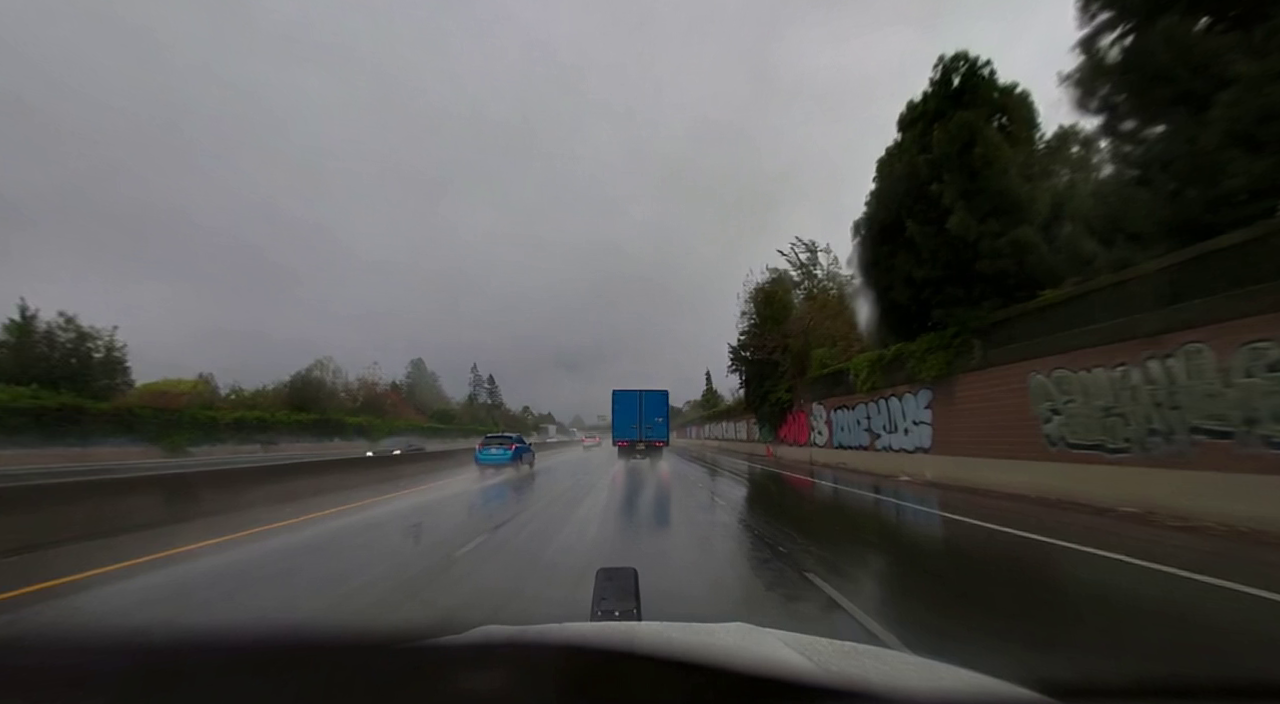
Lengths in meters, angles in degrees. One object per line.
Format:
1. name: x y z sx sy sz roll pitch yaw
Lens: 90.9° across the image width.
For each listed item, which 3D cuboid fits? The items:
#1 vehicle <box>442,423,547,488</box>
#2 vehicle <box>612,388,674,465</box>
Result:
1. vehicle: -4.053 2.946 18.326 2.058 1.645 4.130 0 -8 0
2. vehicle: 0.048 4.137 34.418 2.927 3.649 9.443 0 -8 -1
